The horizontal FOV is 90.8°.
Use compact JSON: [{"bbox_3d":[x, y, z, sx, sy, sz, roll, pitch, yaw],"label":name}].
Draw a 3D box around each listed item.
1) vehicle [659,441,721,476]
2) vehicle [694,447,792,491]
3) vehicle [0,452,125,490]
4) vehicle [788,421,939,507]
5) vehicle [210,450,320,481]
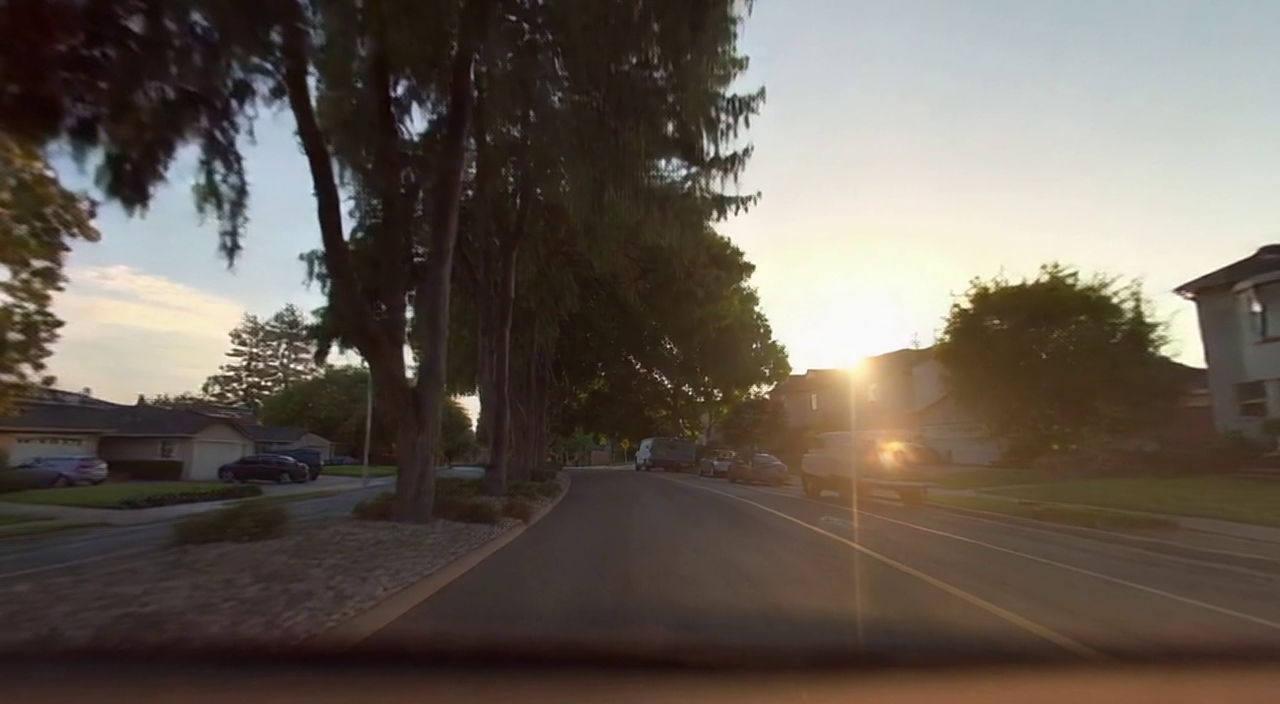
[{"bbox_3d":[3.166,7.017,41.924,2.670,2.085,6.775,1,-9,-8],"label":"vehicle"},{"bbox_3d":[4.380,5.093,27.978,2.713,1.671,4.939,1,-8,-10],"label":"vehicle"},{"bbox_3d":[-25.764,5.226,27.924,3.977,1.501,2.143,0,-8,-5],"label":"vehicle"},{"bbox_3d":[6.149,3.146,18.203,2.305,2.111,4.965,0,-9,-3],"label":"vehicle"},{"bbox_3d":[-19.658,5.963,33.323,4.502,1.511,1.939,2,-9,-12],"label":"vehicle"}]
